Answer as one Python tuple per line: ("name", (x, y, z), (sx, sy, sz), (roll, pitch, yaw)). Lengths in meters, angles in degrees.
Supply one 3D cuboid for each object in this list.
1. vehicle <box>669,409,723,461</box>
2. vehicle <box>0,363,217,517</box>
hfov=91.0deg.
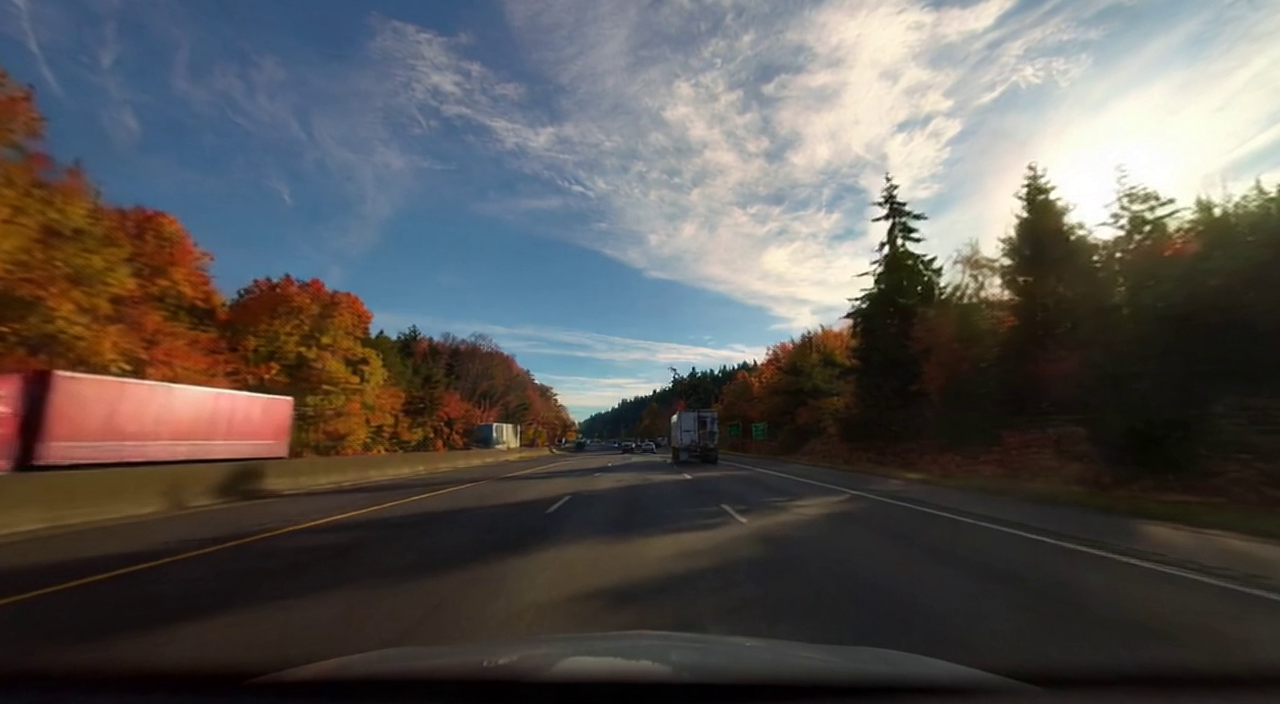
("vehicle", (3.867, 6.071, 45.647), (2.932, 3.425, 7.941), (0, -8, -2))
("vehicle", (-19.285, 2.957, 21.031), (2.923, 4.256, 10.164), (0, -8, 1))
